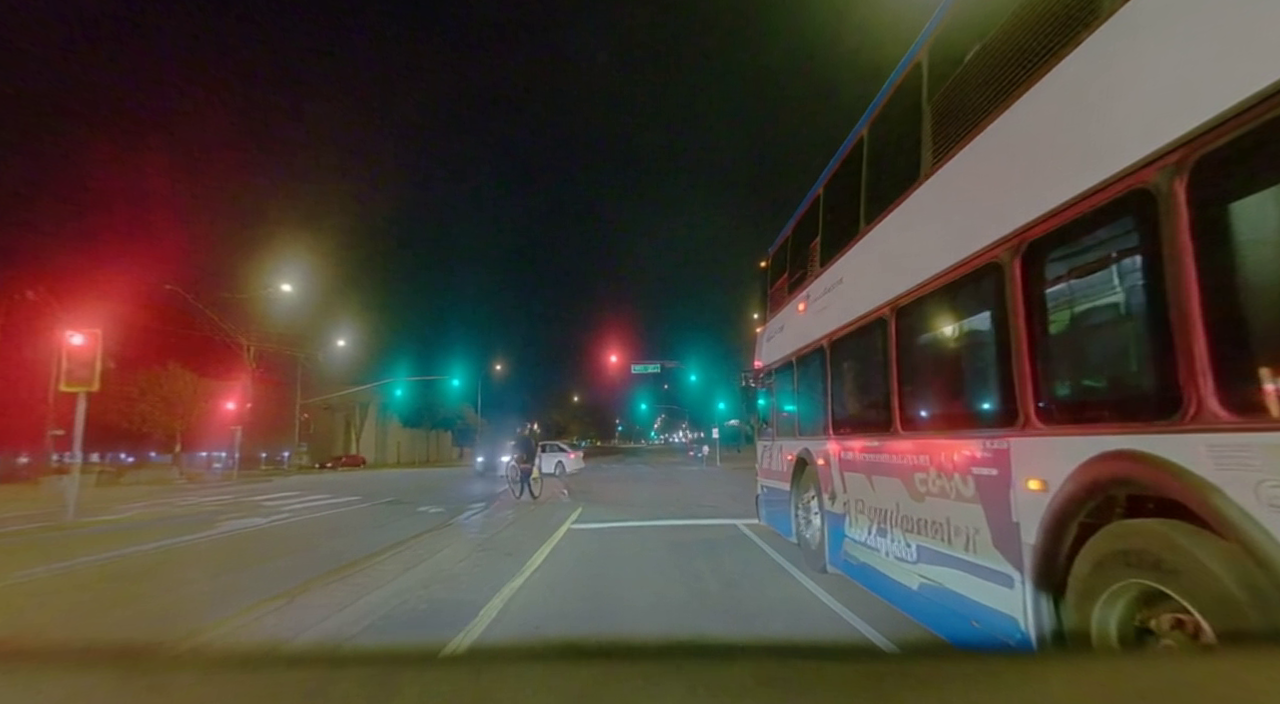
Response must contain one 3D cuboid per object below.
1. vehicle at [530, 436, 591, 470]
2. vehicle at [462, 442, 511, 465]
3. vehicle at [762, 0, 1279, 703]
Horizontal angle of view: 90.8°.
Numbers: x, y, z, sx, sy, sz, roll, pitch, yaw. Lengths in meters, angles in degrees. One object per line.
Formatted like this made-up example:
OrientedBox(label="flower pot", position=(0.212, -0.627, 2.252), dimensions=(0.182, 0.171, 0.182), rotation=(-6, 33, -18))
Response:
OrientedBox(label="vehicle", position=(-4.088, 5.067, 31.870), dimensions=(2.123, 1.544, 4.158), rotation=(3, -9, -20))
OrientedBox(label="vehicle", position=(-10.795, 7.090, 44.291), dimensions=(2.036, 1.467, 3.979), rotation=(5, -10, -33))
OrientedBox(label="vehicle", position=(3.218, -0.386, 1.057), dimensions=(3.250, 3.731, 13.693), rotation=(0, -8, 0))
